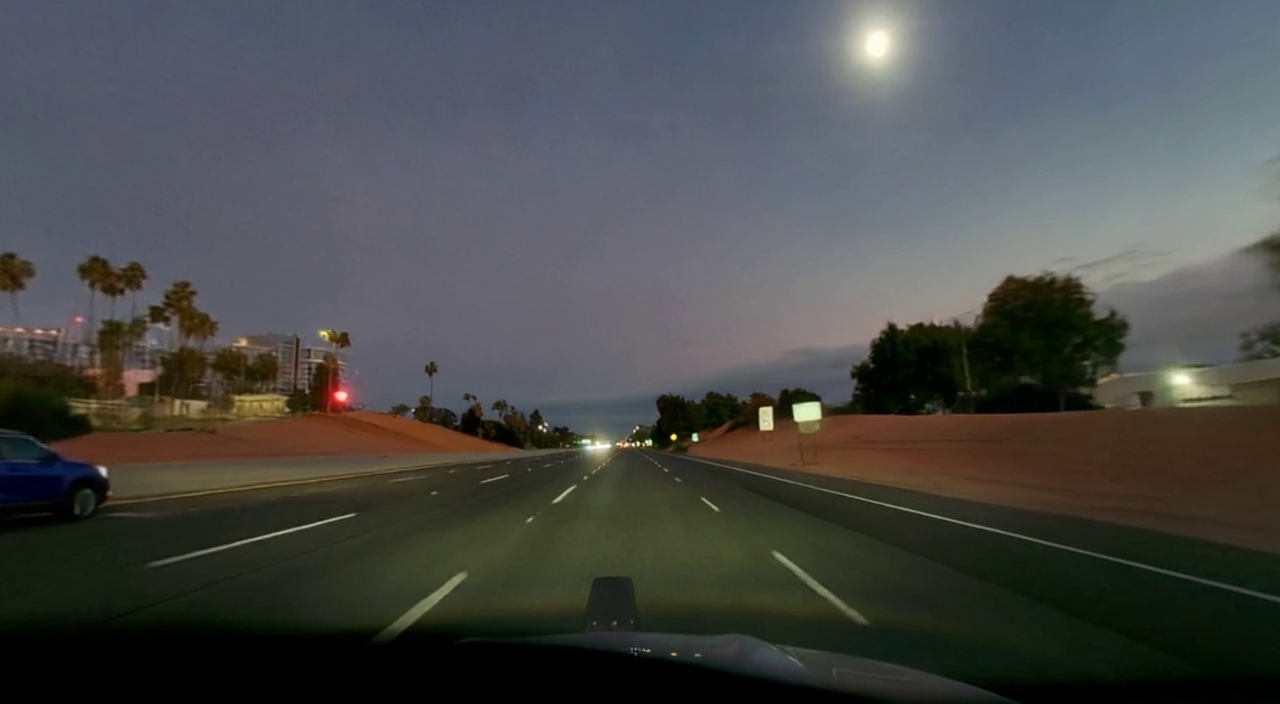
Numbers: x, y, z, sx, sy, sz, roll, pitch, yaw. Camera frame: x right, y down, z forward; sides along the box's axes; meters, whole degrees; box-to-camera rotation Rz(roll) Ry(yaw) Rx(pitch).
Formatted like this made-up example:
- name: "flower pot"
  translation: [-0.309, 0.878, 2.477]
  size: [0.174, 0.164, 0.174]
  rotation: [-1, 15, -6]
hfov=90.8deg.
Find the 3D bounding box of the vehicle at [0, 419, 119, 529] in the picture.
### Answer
- name: "vehicle"
  translation: [-11.340, 1.965, 10.153]
  size: [2.016, 1.754, 4.543]
  rotation: [0, -8, 0]
